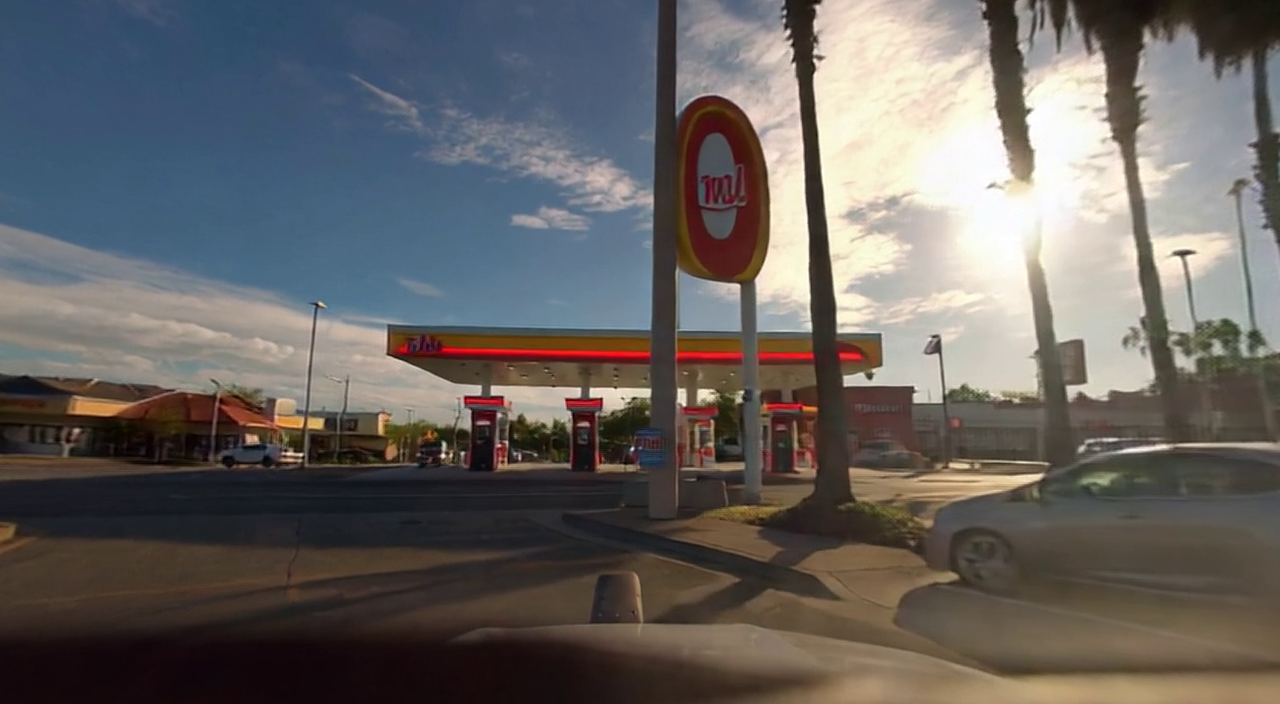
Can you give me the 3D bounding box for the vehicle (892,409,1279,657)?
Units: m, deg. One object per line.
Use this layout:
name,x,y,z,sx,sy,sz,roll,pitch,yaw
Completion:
vehicle,4.511,1.242,4.793,1.937,1.490,4.564,5,-10,-28
